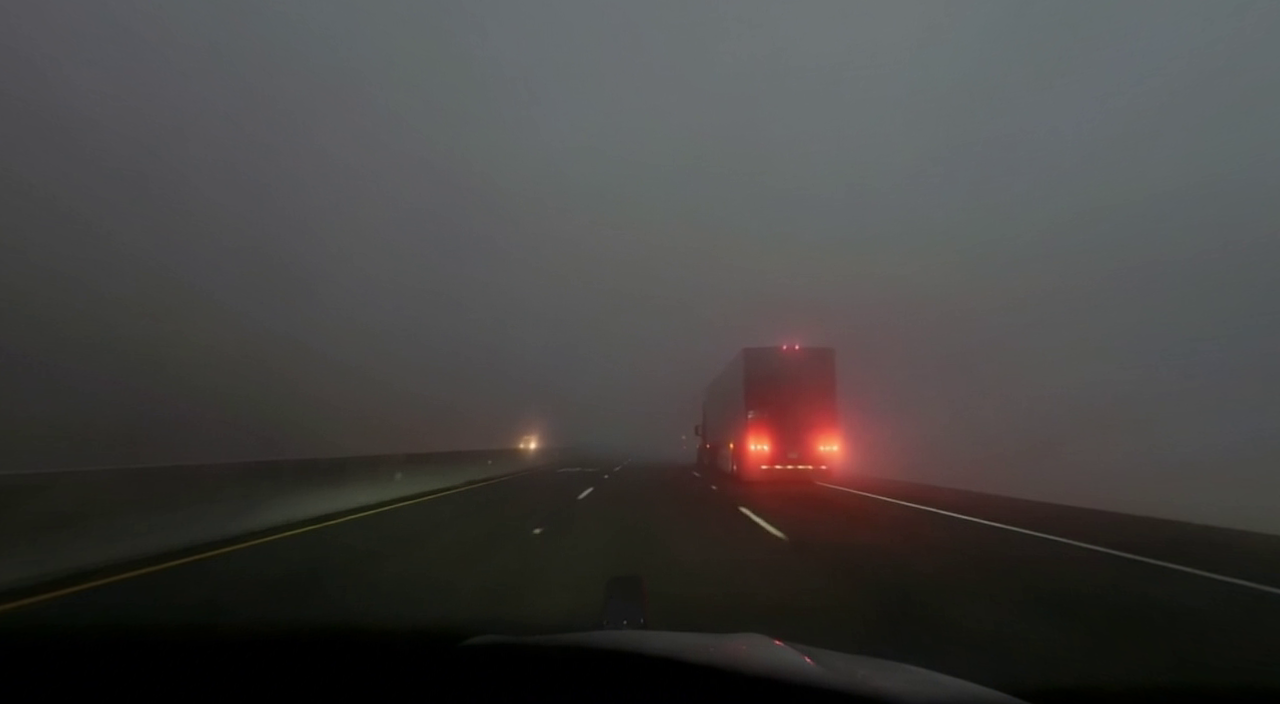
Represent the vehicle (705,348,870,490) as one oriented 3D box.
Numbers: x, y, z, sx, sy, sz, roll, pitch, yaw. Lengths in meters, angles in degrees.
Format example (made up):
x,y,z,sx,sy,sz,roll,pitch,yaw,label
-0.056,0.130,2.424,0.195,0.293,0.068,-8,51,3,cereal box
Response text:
x,y,z,sx,sy,sz,roll,pitch,yaw,label
4.862,2.920,24.897,3.485,3.975,14.489,0,-8,2,vehicle
